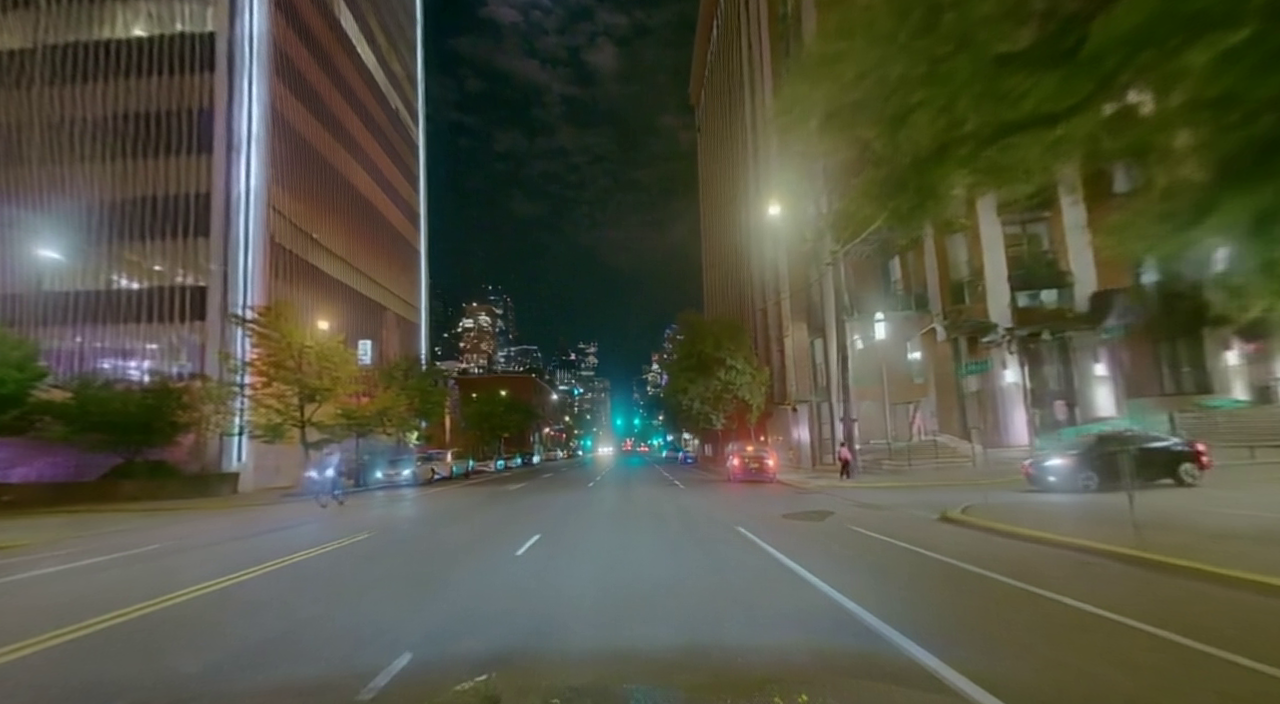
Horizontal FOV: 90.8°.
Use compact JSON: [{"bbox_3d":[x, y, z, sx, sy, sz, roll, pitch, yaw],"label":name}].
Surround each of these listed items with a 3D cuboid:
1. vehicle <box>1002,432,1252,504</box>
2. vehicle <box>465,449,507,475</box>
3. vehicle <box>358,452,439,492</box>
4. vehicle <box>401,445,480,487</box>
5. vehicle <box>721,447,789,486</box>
[{"bbox_3d":[11.595,2.776,15.310,4.380,1.608,1.942,0,-9,0],"label":"vehicle"},{"bbox_3d":[-11.609,8.319,48.070,1.970,1.828,5.519,-1,-9,-2],"label":"vehicle"},{"bbox_3d":[-11.246,5.580,29.824,1.992,1.629,4.773,-2,-9,-1],"label":"vehicle"},{"bbox_3d":[-11.112,6.360,35.800,2.574,1.922,6.292,-4,-8,-2],"label":"vehicle"},{"bbox_3d":[4.754,4.792,26.809,1.929,1.522,4.543,0,-9,-1],"label":"vehicle"}]
